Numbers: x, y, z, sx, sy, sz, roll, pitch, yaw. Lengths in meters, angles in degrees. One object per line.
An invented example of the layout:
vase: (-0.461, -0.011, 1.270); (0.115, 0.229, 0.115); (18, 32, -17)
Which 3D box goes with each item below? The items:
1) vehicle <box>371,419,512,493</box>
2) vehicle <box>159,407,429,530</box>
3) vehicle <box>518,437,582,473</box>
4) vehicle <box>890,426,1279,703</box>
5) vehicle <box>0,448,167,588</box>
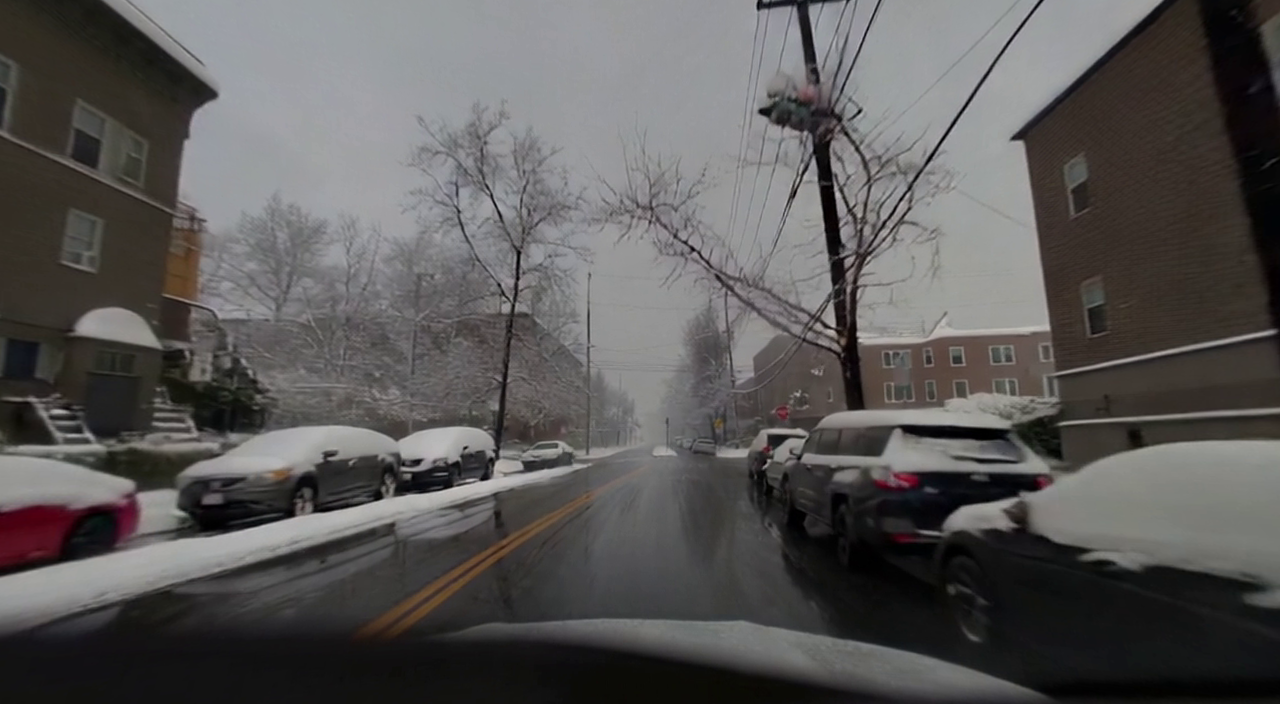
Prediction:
vehicle: (-5.738, 3.090, 19.192); (2.158, 1.929, 5.184); (-1, -8, 6)
vehicle: (-6.493, 2.268, 12.919); (2.270, 1.881, 5.412); (-3, -8, 3)
vehicle: (-4.269, 4.934, 30.551); (1.922, 1.505, 4.502); (-4, -8, 6)
vehicle: (2.974, 1.088, 2.843); (1.875, 1.441, 4.445); (0, -8, 0)
vehicle: (-7.512, 1.749, 6.683); (1.823, 1.407, 4.125); (0, -8, -1)
